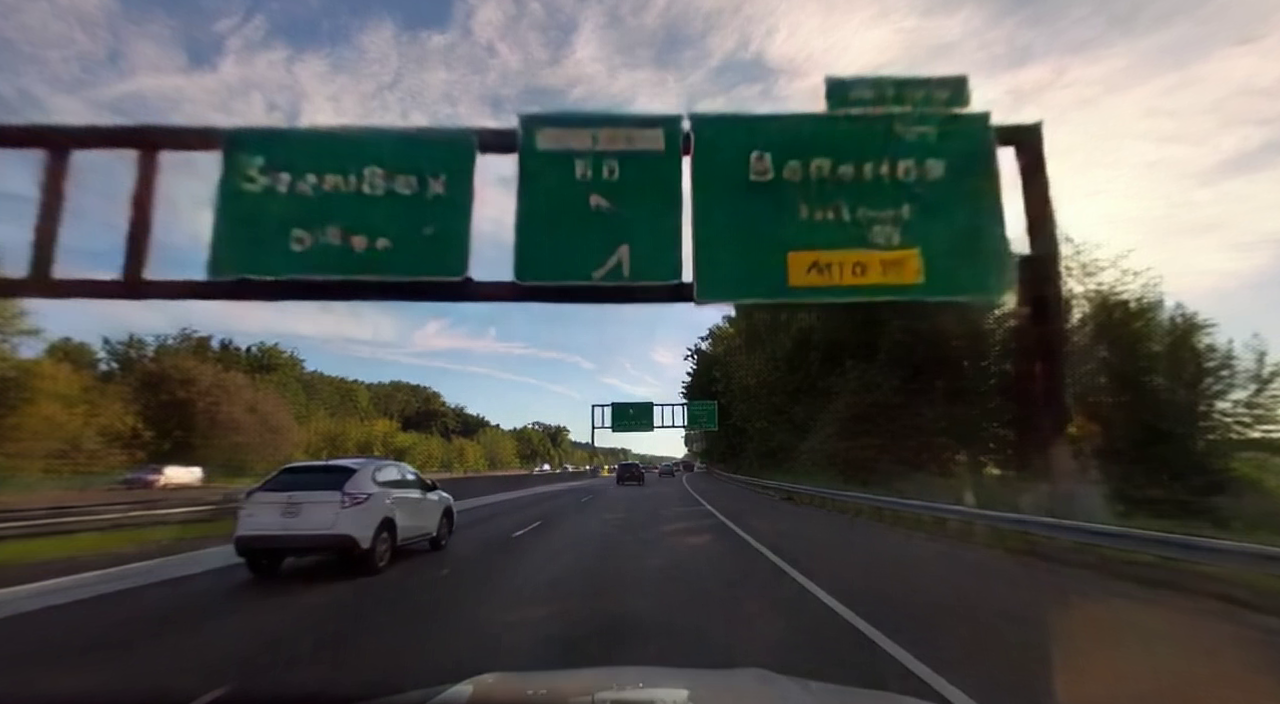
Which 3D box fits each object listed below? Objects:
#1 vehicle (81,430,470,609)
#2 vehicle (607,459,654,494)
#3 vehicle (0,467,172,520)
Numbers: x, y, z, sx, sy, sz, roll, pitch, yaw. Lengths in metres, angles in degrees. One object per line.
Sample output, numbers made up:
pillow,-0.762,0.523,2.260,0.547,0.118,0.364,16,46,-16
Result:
vehicle,-3.948,1.946,8.127,2.063,1.556,4.740,1,-10,2
vehicle,-0.404,6.289,31.907,2.000,1.594,3.996,0,-11,4
vehicle,-17.852,4.456,20.239,1.993,1.456,4.555,1,-10,2
